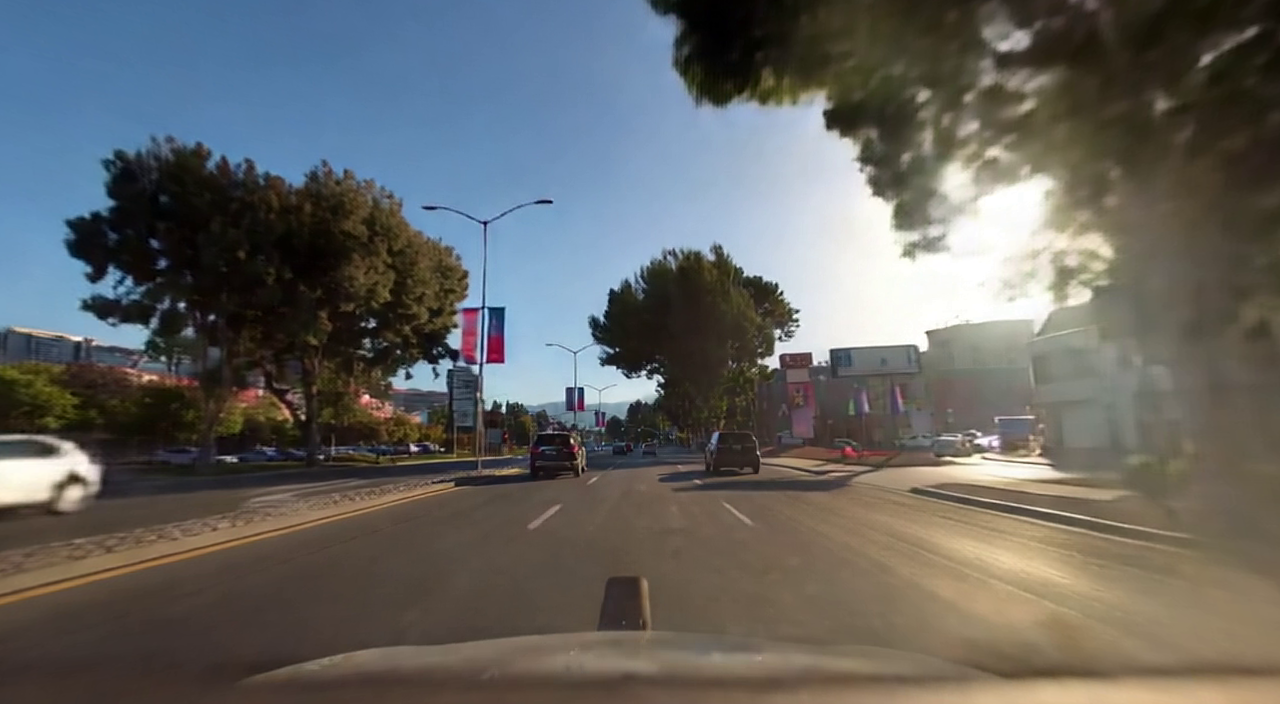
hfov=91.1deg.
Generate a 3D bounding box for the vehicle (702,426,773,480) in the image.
[{"bbox_3d":[3.743,3.973,24.973,2.024,1.921,4.431,0,-8,-1],"label":"vehicle"}]

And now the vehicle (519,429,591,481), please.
[{"bbox_3d":[-3.099,3.881,23.844,2.014,1.775,4.404,0,-8,1],"label":"vehicle"}]

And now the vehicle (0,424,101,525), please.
[{"bbox_3d":[-12.169,2.091,10.644,2.023,1.729,4.478,0,-8,0],"label":"vehicle"}]
